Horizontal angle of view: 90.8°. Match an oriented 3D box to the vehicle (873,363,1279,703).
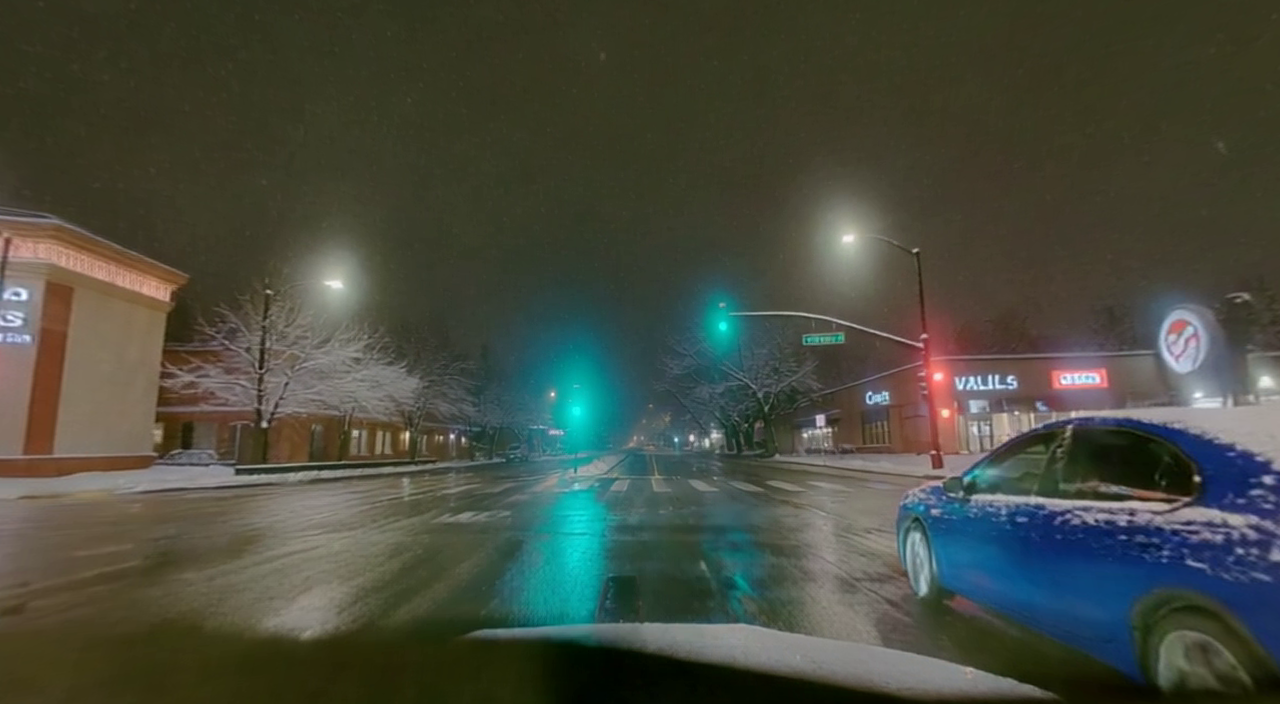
[{"bbox_3d":[3.153,1.033,3.232,2.015,1.641,4.995,0,-9,0],"label":"vehicle"}]
